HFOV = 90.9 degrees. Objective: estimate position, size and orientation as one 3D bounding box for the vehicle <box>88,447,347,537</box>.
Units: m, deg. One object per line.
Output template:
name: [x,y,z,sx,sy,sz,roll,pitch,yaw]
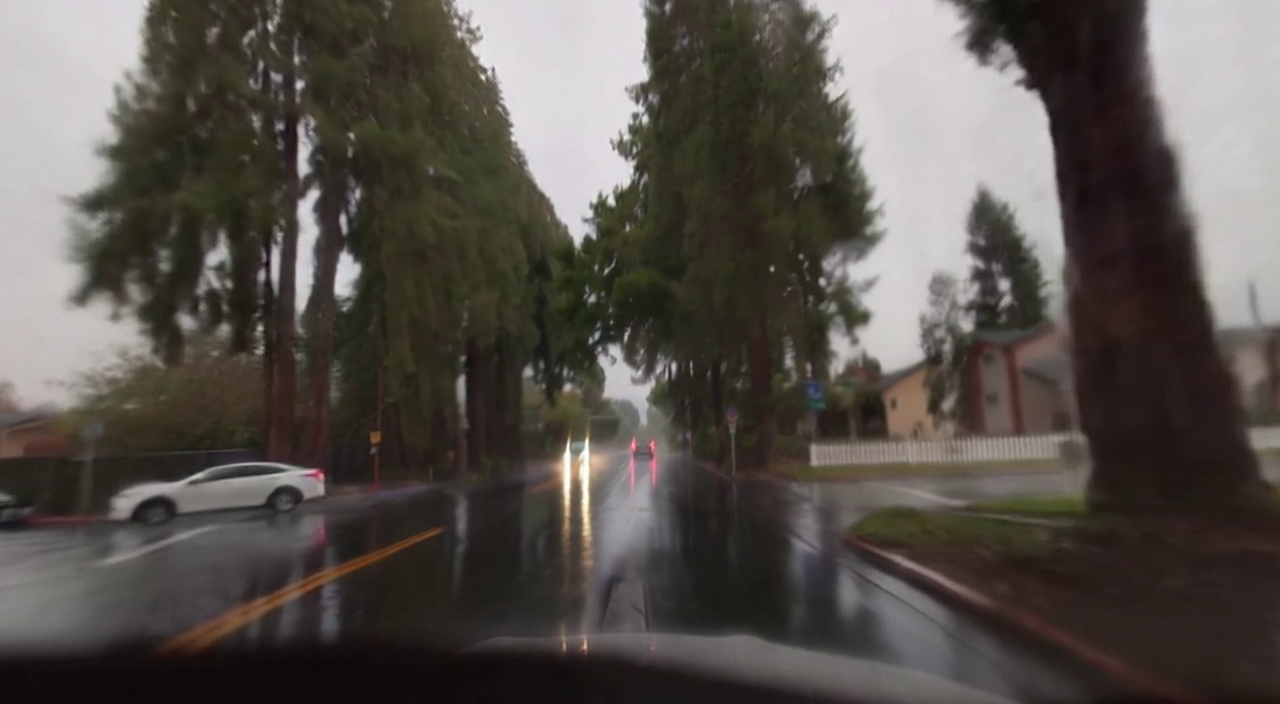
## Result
vehicle: [-9.577,3.178,14.643,4.594,1.696,1.971,-2,-8,-1]
